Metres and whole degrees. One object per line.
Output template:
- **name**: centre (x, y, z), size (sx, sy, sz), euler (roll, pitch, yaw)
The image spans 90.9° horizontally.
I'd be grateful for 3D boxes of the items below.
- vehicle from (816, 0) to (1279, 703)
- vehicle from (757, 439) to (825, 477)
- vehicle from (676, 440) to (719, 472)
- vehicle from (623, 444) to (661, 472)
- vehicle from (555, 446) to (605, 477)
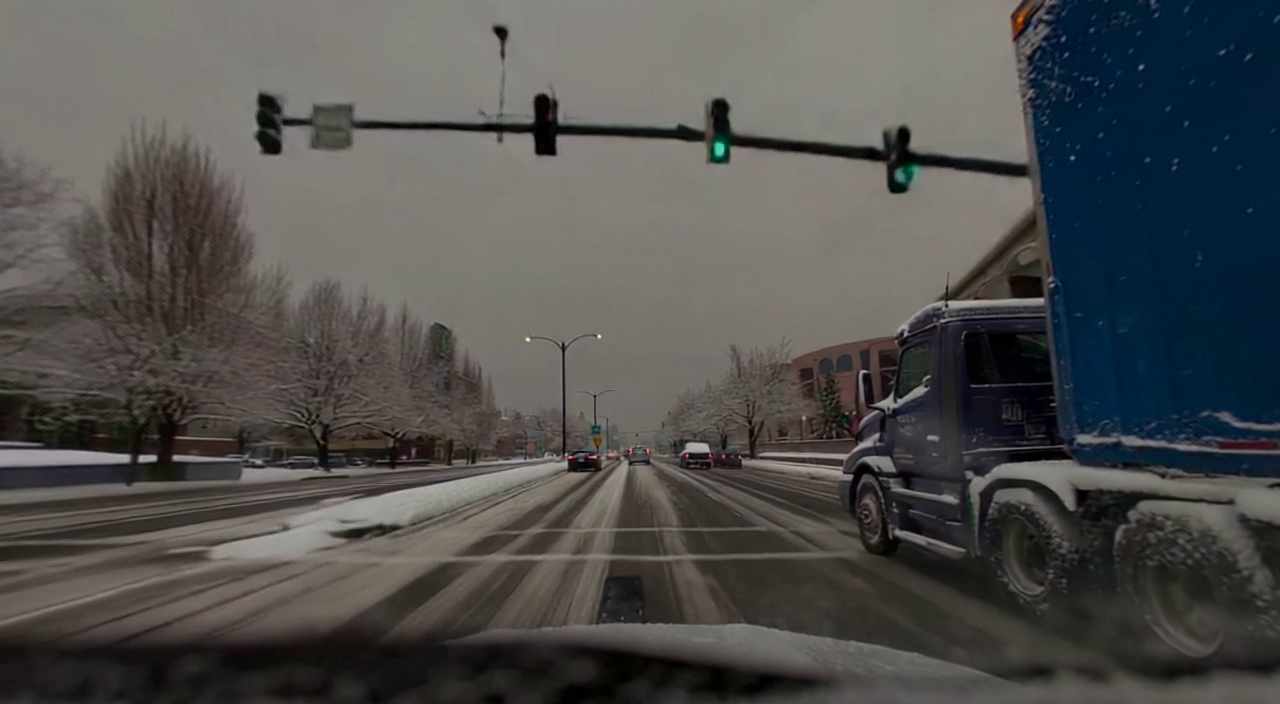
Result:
- **vehicle**: centre (3.783, -0.079, 3.715), size (3.006, 3.679, 8.506), euler (-1, -9, 0)
- **vehicle**: centre (7.701, 5.444, 32.671), size (2.174, 1.793, 5.061), euler (0, -9, -1)
- **vehicle**: centre (3.567, 6.530, 39.743), size (2.196, 1.908, 4.412), euler (0, -9, -1)
- **vehicle**: centre (0.114, 6.759, 40.328), size (2.276, 1.704, 3.925), euler (0, -9, 0)
- **vehicle**: centre (-3.144, 5.865, 33.931), size (2.211, 1.537, 4.666), euler (-1, -9, 0)
